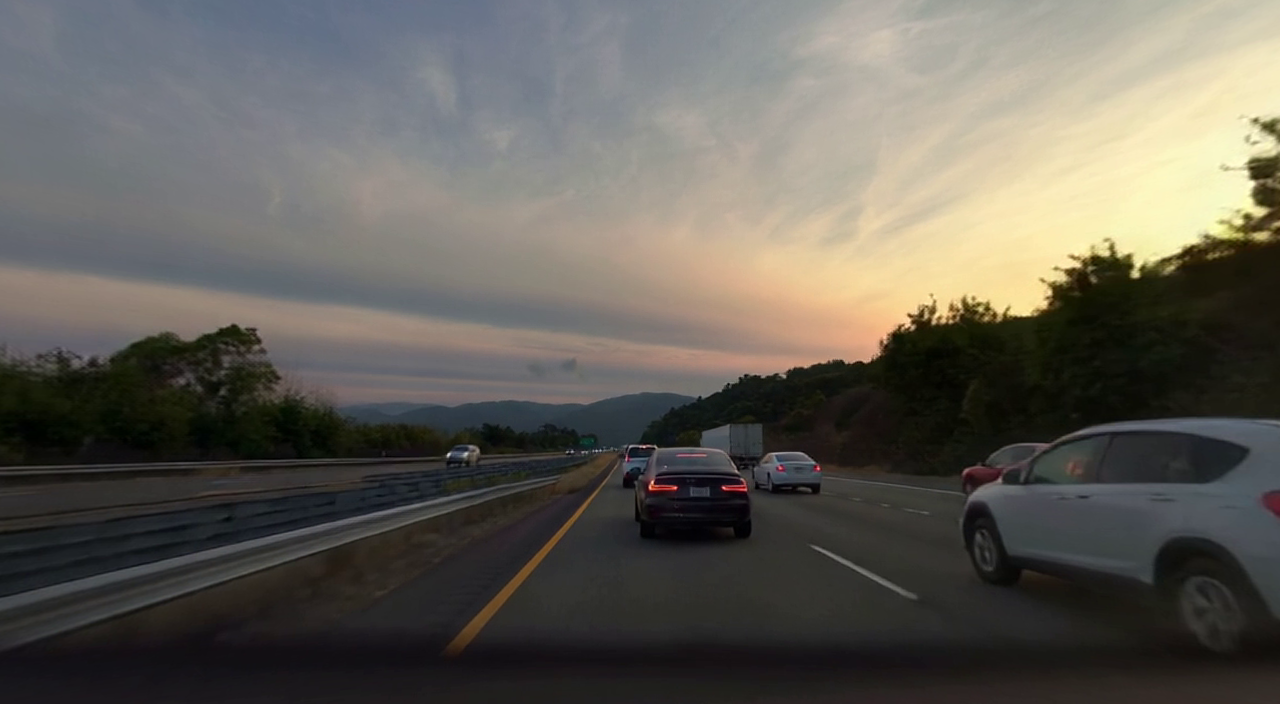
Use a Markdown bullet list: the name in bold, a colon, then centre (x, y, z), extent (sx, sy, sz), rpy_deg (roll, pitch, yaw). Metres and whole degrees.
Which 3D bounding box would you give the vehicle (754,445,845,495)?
- **vehicle**: centre (5.260, 3.960, 21.411), extent (1.908, 1.500, 4.157), rpy_deg (0, -9, -1)

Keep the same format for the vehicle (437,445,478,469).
- **vehicle**: centre (-12.504, 7.204, 43.295), extent (1.744, 1.527, 3.666), rpy_deg (0, -9, -1)

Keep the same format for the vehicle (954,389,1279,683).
- **vehicle**: centre (4.637, 1.241, 4.837), extent (1.998, 1.657, 4.604), rpy_deg (0, -9, -1)

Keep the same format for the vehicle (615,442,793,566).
- **vehicle**: centre (0.716, 2.091, 9.345), extent (2.094, 1.426, 3.725), rpy_deg (0, -9, -1)
